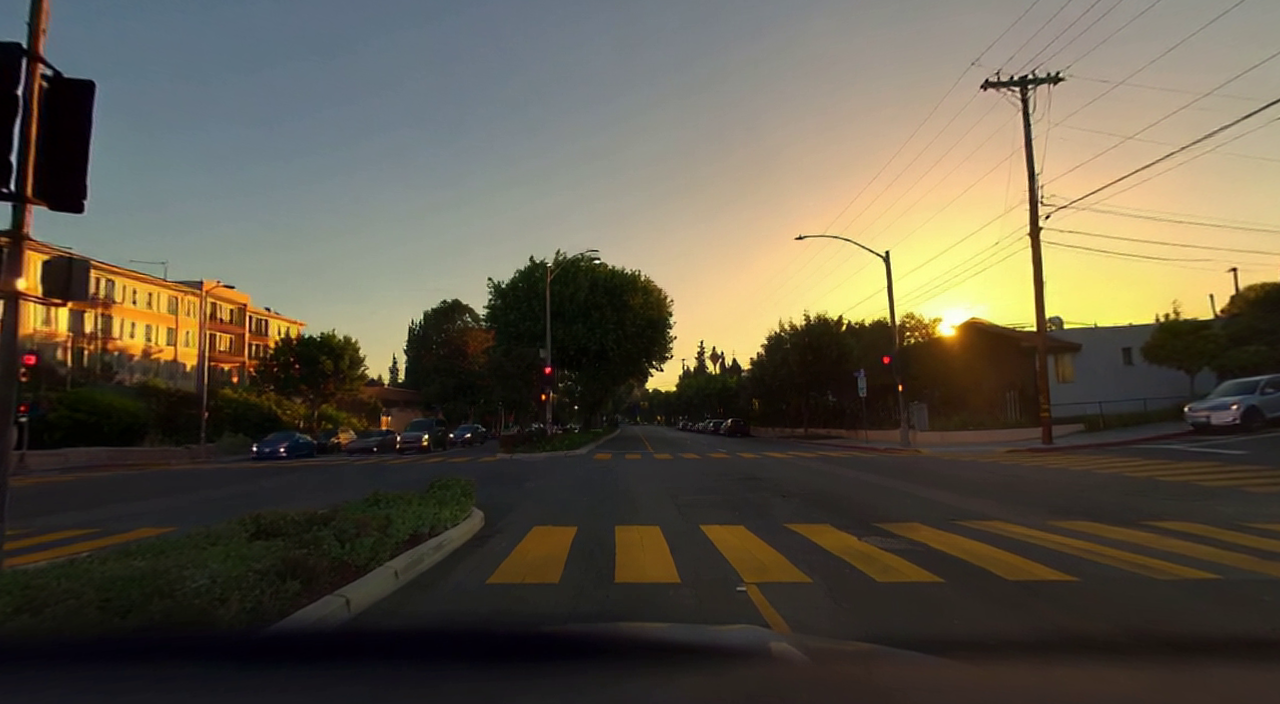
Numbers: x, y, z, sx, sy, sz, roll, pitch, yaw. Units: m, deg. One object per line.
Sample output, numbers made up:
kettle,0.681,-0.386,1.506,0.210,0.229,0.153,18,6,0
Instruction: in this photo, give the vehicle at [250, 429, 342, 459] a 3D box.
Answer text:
vehicle,-18.059,4.897,33.530,1.939,1.430,5.533,0,-8,-2

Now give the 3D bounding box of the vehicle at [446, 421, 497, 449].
vehicle,-11.678,5.831,44.080,2.118,1.809,4.591,0,-8,2

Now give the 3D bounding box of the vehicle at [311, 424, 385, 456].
vehicle,-18.261,5.588,39.863,2.225,1.871,5.189,0,-8,0

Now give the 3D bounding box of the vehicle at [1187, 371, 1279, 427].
vehicle,22.364,1.572,22.243,4.531,1.753,1.964,-2,-2,-5
